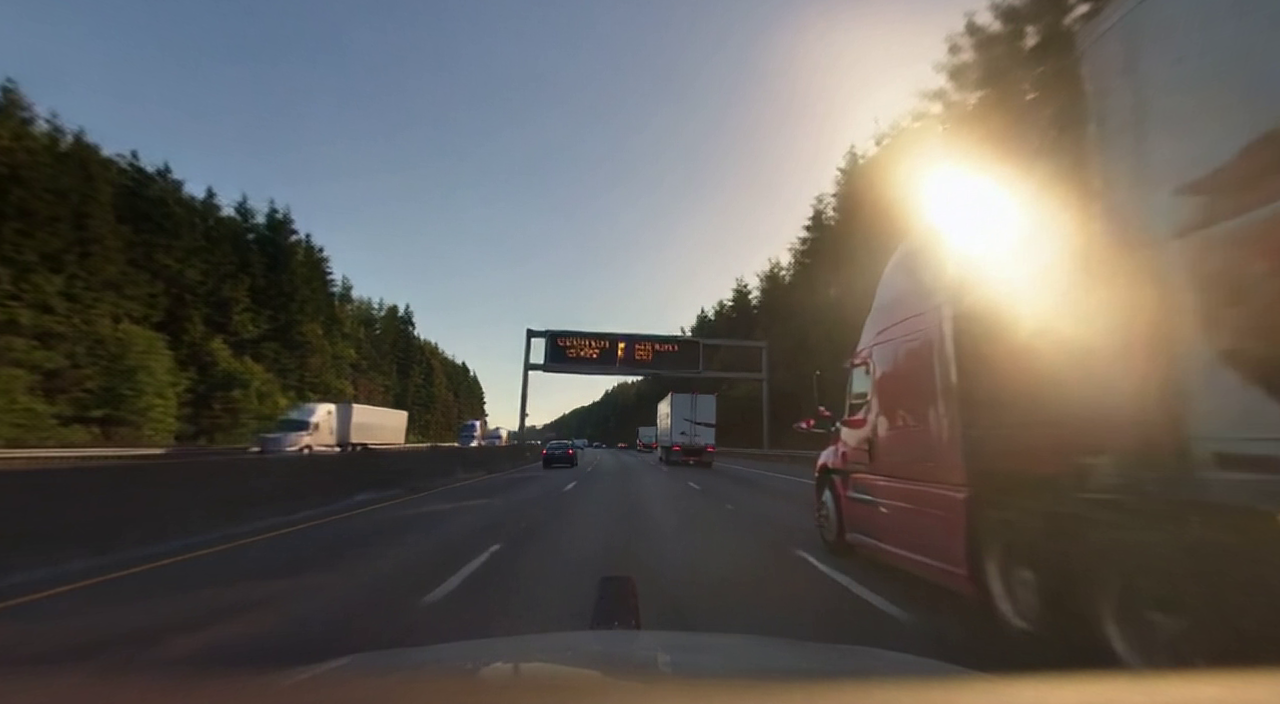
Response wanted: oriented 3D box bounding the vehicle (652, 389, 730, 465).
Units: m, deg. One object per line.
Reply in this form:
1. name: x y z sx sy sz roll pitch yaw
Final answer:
1. vehicle: 2.814 4.940 40.180 3.116 3.992 13.748 0 -8 -3

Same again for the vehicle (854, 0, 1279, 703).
1. vehicle: 3.933 -0.080 3.784 3.110 3.921 5.793 0 -8 0

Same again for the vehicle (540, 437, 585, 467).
1. vehicle: -4.432 5.769 36.559 2.206 1.644 4.027 0 -8 -1

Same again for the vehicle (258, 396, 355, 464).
1. vehicle: -21.197 5.049 40.434 3.076 3.983 5.823 0 -8 -3
